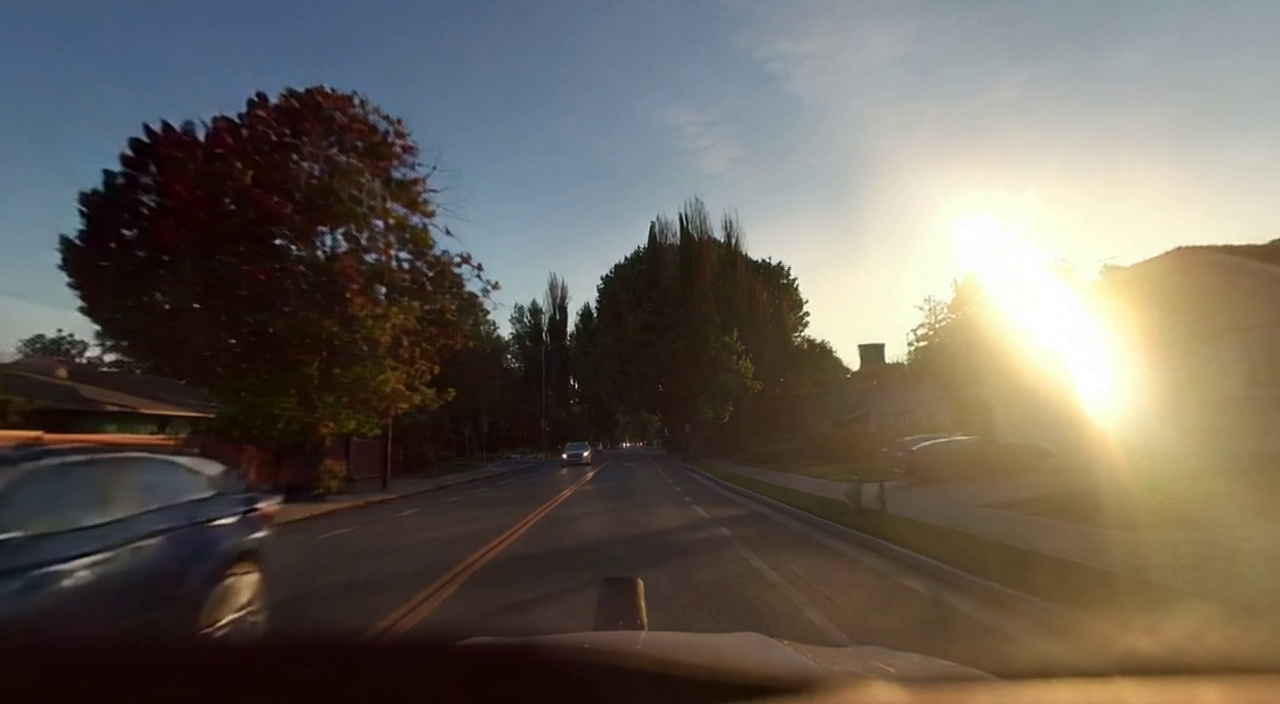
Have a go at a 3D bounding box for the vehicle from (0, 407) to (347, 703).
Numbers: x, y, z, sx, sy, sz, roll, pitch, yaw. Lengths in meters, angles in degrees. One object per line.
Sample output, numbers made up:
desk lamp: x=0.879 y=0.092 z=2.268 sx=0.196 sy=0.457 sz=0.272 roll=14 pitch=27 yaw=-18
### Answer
vehicle: x=-3.398 y=1.053 z=2.800 sx=2.074 sy=1.527 sz=4.438 roll=0 pitch=-9 yaw=0

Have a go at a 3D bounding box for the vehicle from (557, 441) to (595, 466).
vehicle: x=-4.140 y=6.705 z=41.835 sx=1.996 sy=1.519 sz=4.559 roll=0 pitch=-9 yaw=1

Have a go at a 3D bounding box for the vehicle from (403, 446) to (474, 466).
vehicle: x=-15.448 y=8.000 z=48.599 sx=4.779 sy=1.453 sz=1.970 roll=-2 pitch=-9 yaw=10
